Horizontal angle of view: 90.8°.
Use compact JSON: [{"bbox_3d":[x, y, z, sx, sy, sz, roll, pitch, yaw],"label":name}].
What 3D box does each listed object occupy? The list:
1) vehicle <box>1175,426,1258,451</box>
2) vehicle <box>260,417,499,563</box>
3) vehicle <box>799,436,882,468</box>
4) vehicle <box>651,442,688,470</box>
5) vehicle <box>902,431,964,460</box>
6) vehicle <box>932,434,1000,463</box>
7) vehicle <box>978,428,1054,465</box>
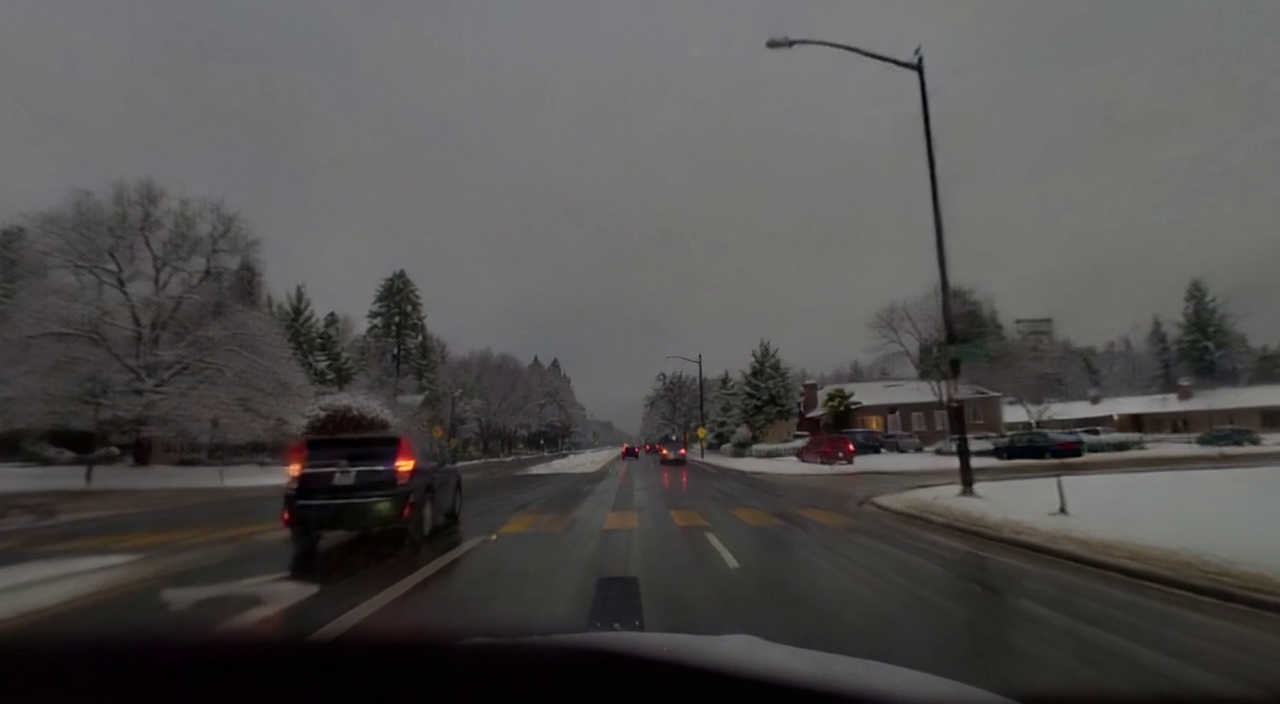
[{"bbox_3d":[40.534,6.135,44.558,2.496,1.662,4.040,-2,-9,11],"label":"vehicle"},{"bbox_3d":[-3.652,2.008,10.065,2.205,1.706,4.904,1,-8,-7],"label":"vehicle"},{"bbox_3d":[10.442,5.215,33.148,1.903,1.569,3.751,6,-10,-34],"label":"vehicle"},{"bbox_3d":[1.702,6.256,38.263,2.003,1.614,4.072,0,-8,-1],"label":"vehicle"},{"bbox_3d":[18.060,5.750,38.827,2.043,1.691,4.436,-8,-12,43],"label":"vehicle"},{"bbox_3d":[18.100,5.329,34.988,2.106,1.460,4.389,-8,-12,43],"label":"vehicle"},{"bbox_3d":[18.661,4.658,31.266,2.150,1.659,4.678,-8,-12,43],"label":"vehicle"}]
